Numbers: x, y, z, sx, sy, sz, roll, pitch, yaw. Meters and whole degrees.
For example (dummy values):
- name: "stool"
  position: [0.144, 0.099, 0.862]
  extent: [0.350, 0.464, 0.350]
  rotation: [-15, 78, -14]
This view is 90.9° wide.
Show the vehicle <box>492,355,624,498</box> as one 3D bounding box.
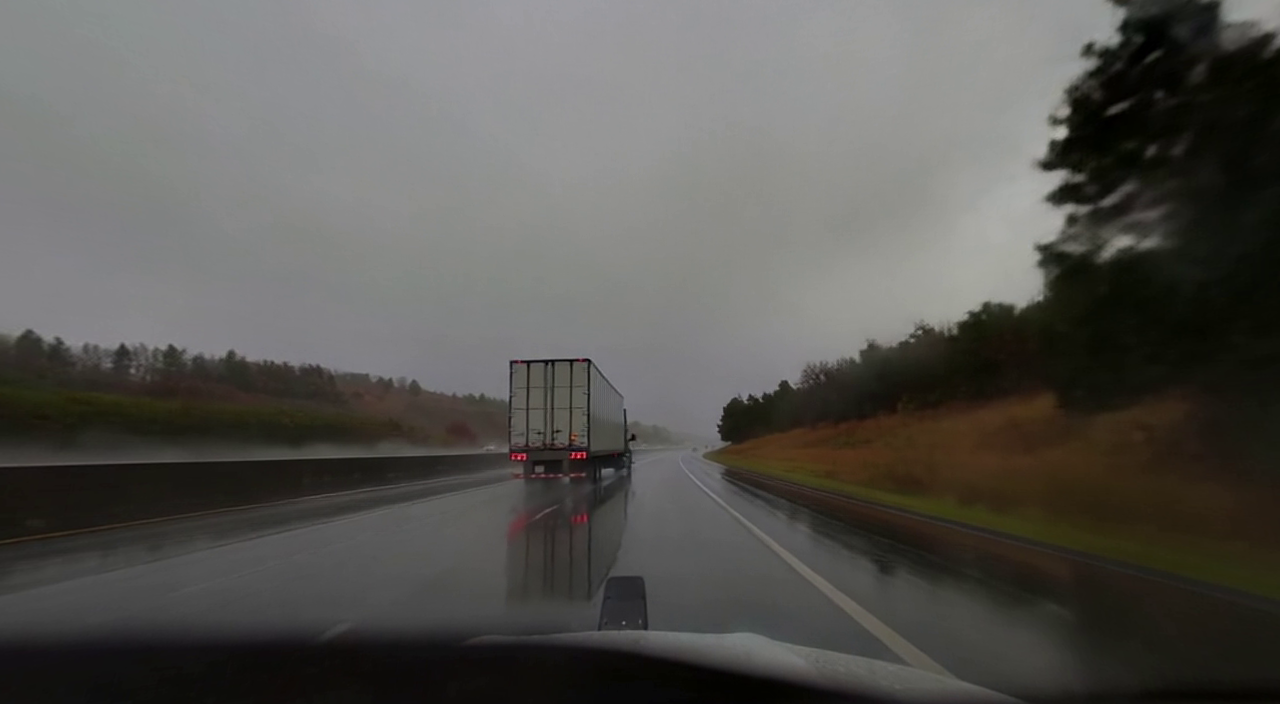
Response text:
- name: "vehicle"
  position: [-2.506, 3.213, 25.230]
  extent: [2.851, 4.098, 14.436]
  rotation: [0, -9, 2]
